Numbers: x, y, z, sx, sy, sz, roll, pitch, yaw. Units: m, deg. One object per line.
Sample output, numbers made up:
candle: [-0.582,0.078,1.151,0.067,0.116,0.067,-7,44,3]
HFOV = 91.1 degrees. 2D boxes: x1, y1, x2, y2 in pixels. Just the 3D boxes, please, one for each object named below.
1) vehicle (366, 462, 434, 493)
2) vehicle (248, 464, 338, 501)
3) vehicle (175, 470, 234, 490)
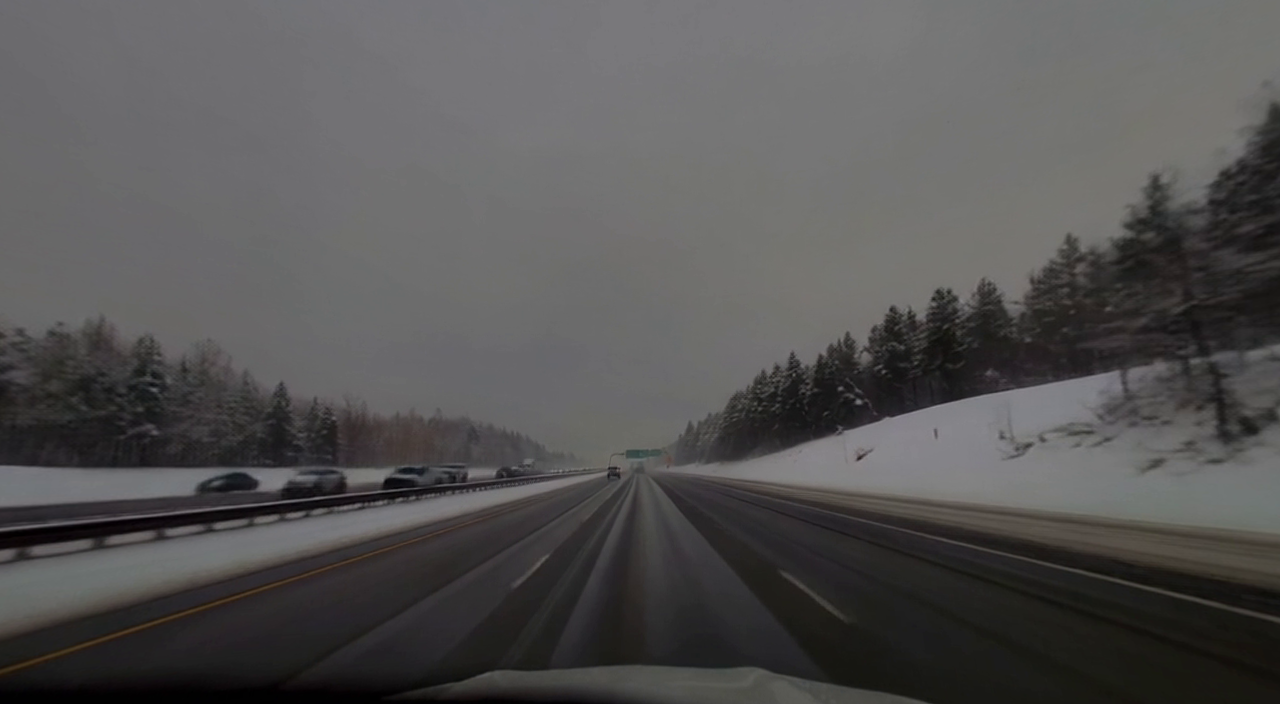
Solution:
vehicle: [-12.453,6.538,32.900,1.905,1.475,4.133,1,-10,0]
vehicle: [-16.568,6.233,30.265,1.826,1.568,4.309,1,-10,1]
vehicle: [-33.987,9.972,49.153,1.873,1.469,3.833,1,-10,-1]
